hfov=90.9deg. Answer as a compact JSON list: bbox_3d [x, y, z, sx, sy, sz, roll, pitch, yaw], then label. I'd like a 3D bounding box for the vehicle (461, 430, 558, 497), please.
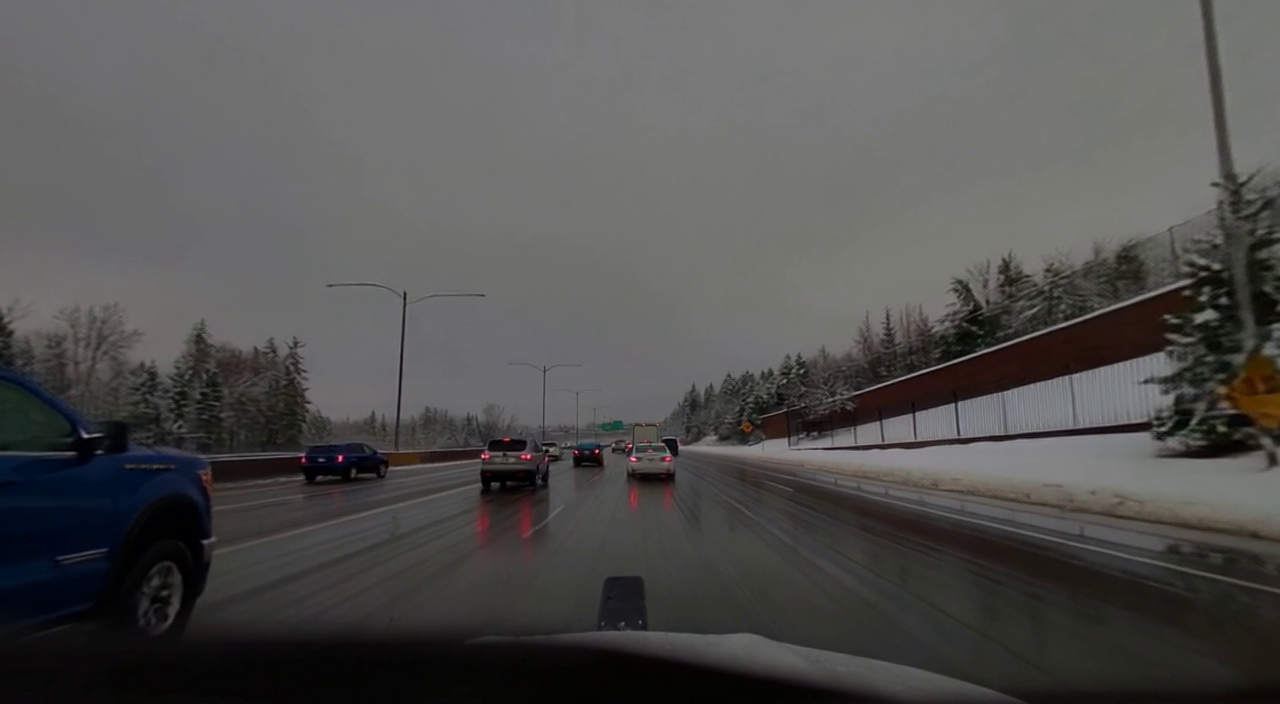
[{"bbox_3d":[-3.727,3.254,18.769,1.903,1.721,4.210,0,-8,1],"label":"vehicle"}]

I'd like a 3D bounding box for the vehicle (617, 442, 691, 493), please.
[{"bbox_3d":[0.386,3.531,19.686,2.054,1.421,4.090,0,-8,0],"label":"vehicle"}]

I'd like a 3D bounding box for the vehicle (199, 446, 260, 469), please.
[{"bbox_3d":[-28.220,7.247,43.478,1.702,1.450,3.646,0,-8,2],"label":"vehicle"}]

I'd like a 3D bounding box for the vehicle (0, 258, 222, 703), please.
[{"bbox_3d":[-3.533,0.420,0.456,2.269,2.060,5.933,0,-8,1],"label":"vehicle"}]

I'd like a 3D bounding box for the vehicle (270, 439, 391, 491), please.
[{"bbox_3d":[-10.541,3.848,21.912,1.941,1.602,4.277,0,-8,2],"label":"vehicle"}]

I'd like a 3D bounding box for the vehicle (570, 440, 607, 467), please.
[{"bbox_3d":[-3.215,6.438,40.200,1.897,1.646,4.049,0,-8,1],"label":"vehicle"}]
